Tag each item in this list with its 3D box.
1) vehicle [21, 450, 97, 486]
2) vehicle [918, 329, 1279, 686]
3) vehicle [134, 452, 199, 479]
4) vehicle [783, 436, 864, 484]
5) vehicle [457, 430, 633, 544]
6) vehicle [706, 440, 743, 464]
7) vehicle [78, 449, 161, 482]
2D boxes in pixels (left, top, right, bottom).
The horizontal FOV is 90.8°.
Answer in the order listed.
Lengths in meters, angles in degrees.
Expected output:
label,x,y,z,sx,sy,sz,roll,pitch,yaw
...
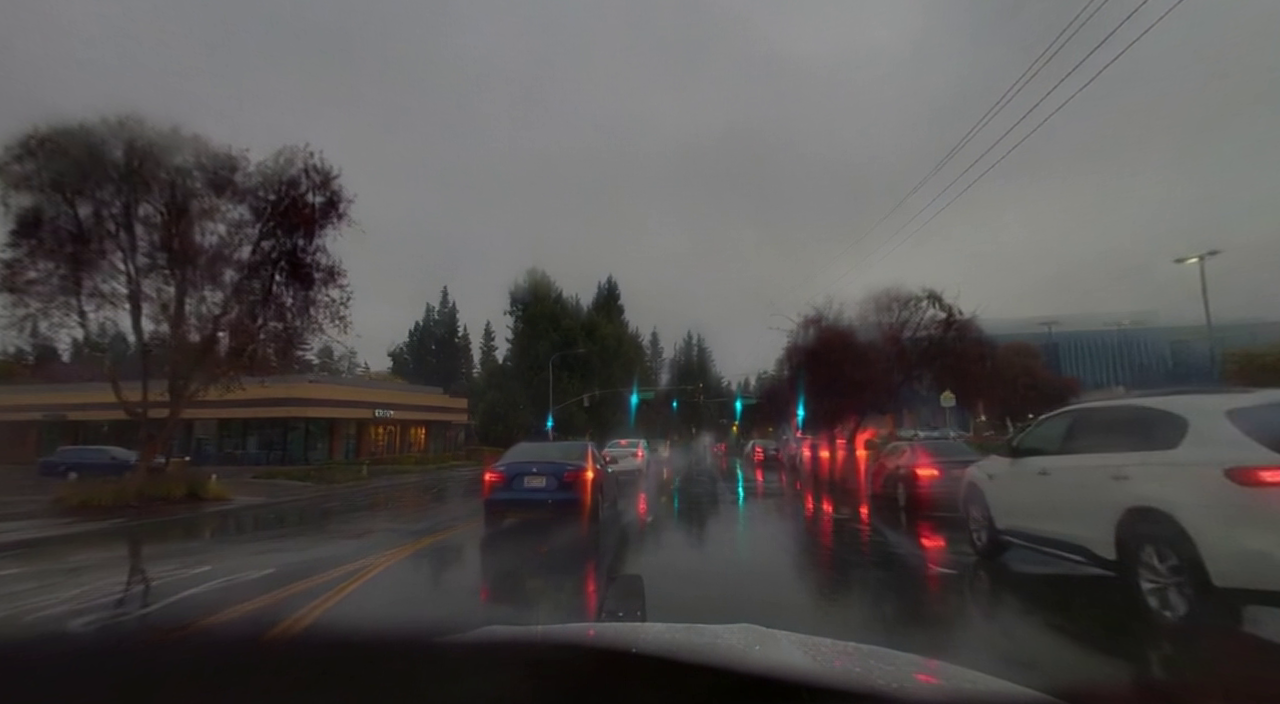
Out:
label,x,y,z,sx,sy,sz,roll,pitch,yaw
vehicle,-27.406,5.416,29.757,3.865,1.499,1.804,-6,-10,37
vehicle,4.850,1.215,5.933,2.324,1.907,5.634,-1,-8,5
vehicle,-26.345,6.267,35.152,3.527,1.390,1.681,-5,-10,33
vehicle,6.327,3.748,22.336,1.910,1.493,4.490,-1,-8,5
vehicle,-1.303,2.117,10.634,1.968,1.497,4.286,-1,-8,5
vehicle,5.338,6.370,40.396,2.095,1.473,4.301,-1,-8,5
vehicle,-26.916,5.801,32.617,4.127,1.583,1.978,-5,-10,32
